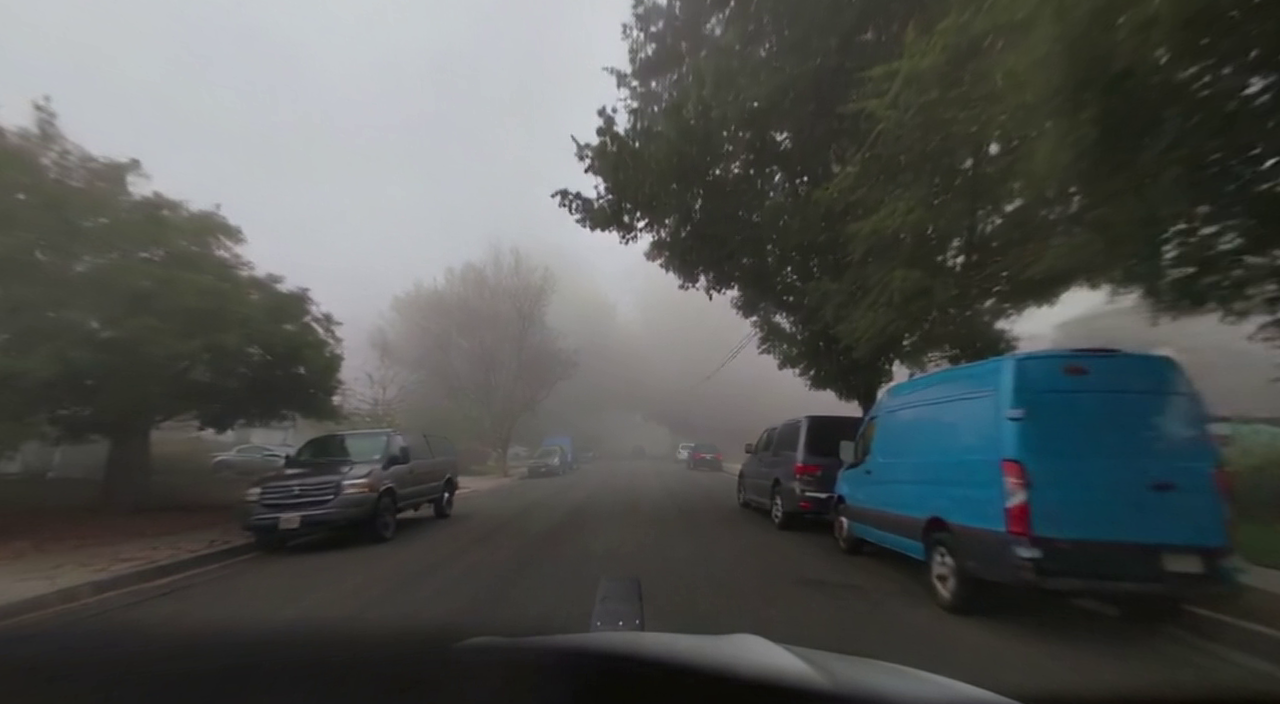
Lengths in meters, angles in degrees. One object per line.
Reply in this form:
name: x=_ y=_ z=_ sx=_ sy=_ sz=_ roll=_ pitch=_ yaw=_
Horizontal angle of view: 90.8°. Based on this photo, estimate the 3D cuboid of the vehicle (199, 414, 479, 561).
vehicle: x=-4.826 y=2.238 z=11.498 sx=2.364 sy=1.968 sz=5.671 roll=0 pitch=-8 yaw=-1

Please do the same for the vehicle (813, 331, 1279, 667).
vehicle: x=3.572 y=1.297 z=6.533 sx=2.144 sy=2.166 sz=4.766 roll=0 pitch=-9 yaw=-1

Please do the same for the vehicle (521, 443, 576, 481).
vehicle: x=-4.684 y=5.671 z=33.063 sx=2.116 sy=1.659 sz=4.832 roll=-2 pitch=-7 yaw=1

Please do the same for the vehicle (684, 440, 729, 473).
vehicle: x=4.002 y=6.416 z=39.005 sx=2.152 sy=1.810 sz=5.846 roll=0 pitch=-9 yaw=0
